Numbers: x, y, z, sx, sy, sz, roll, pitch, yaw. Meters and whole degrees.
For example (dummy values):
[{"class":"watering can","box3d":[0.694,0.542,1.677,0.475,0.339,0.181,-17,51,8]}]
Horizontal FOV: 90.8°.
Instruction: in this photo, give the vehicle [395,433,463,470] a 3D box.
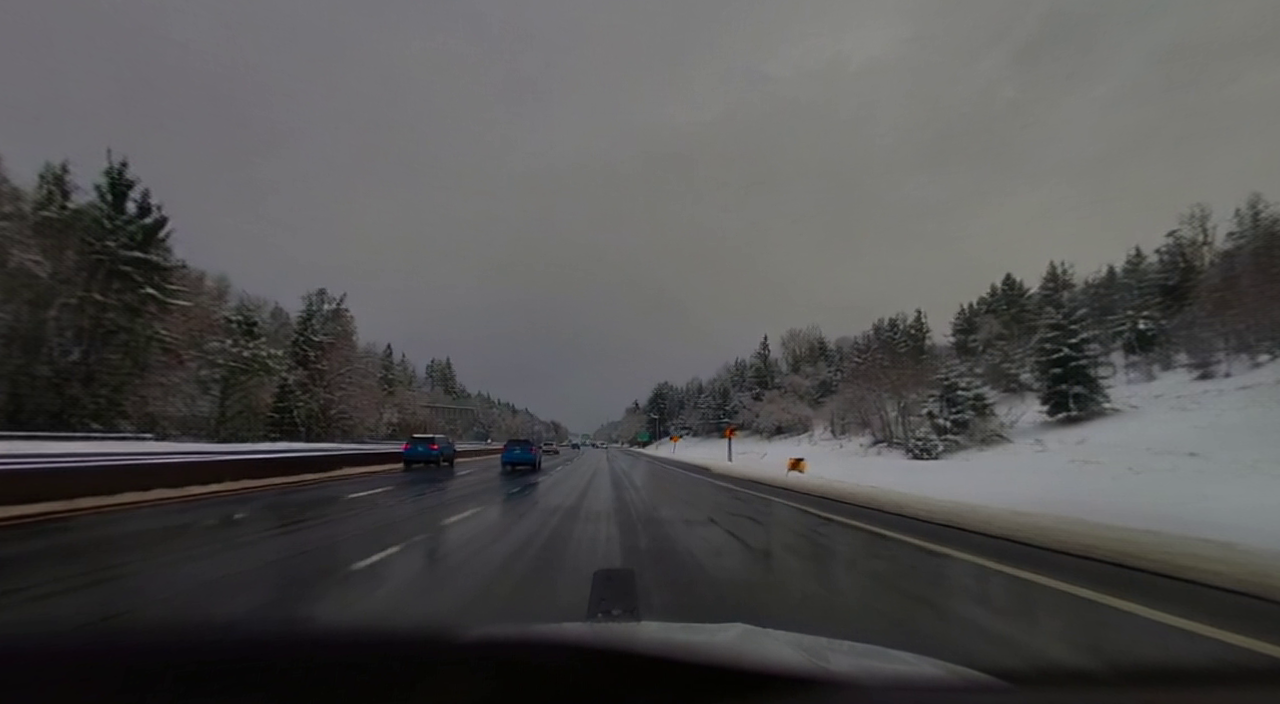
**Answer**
[{"class":"vehicle","box3d":[-10.402,4.956,31.490,2.016,1.711,4.365,0,-9,-2]}]

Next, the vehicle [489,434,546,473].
[{"class":"vehicle","box3d":[-6.043,5.102,31.811,2.146,1.766,4.502,0,-9,-2]}]
